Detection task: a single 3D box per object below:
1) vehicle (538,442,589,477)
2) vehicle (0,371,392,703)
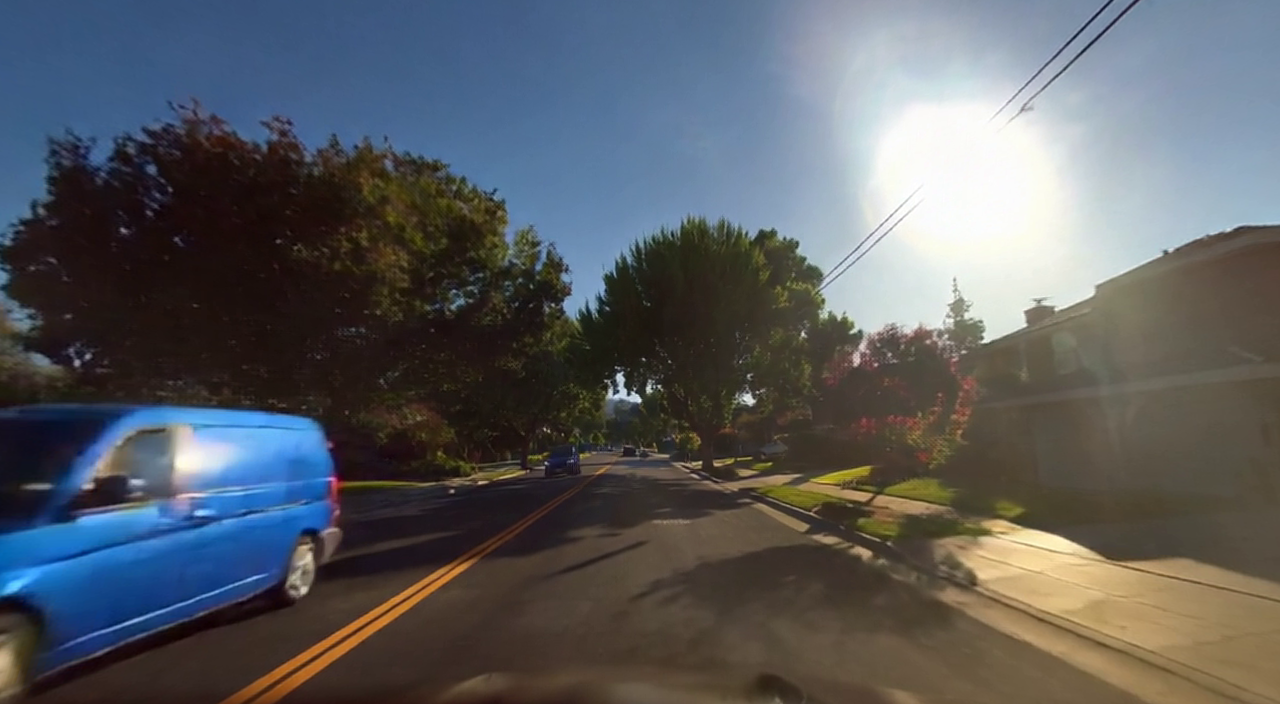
[{"bbox_3d":[-4.135,5.899,35.014,2.161,1.798,4.627,0,-9,1],"label":"vehicle"},{"bbox_3d":[-4.225,1.283,4.858,2.303,1.813,5.660,0,-9,0],"label":"vehicle"}]
